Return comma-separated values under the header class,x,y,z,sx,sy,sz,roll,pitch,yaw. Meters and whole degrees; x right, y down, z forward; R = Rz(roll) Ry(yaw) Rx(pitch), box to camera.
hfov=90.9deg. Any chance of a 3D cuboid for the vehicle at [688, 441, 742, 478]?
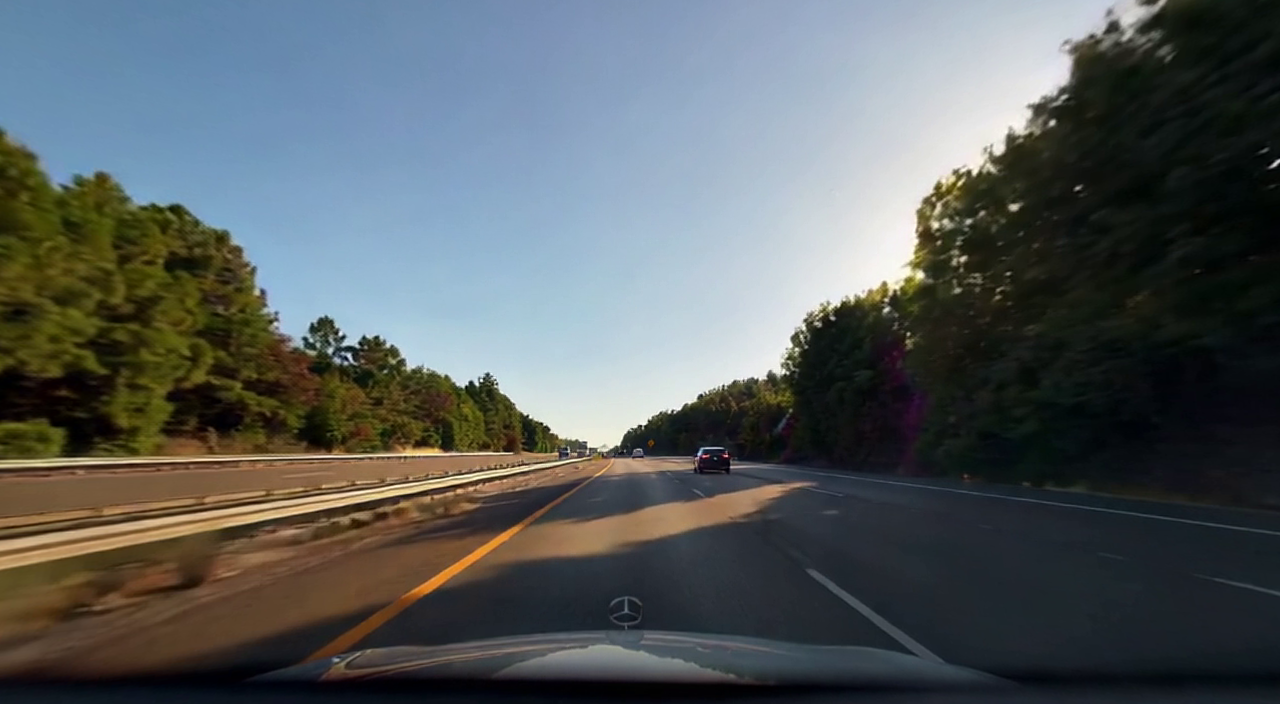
class,x,y,z,sx,sy,sz,roll,pitch,yaw
vehicle,3.583,5.239,30.876,1.933,1.663,4.440,0,-9,-2
